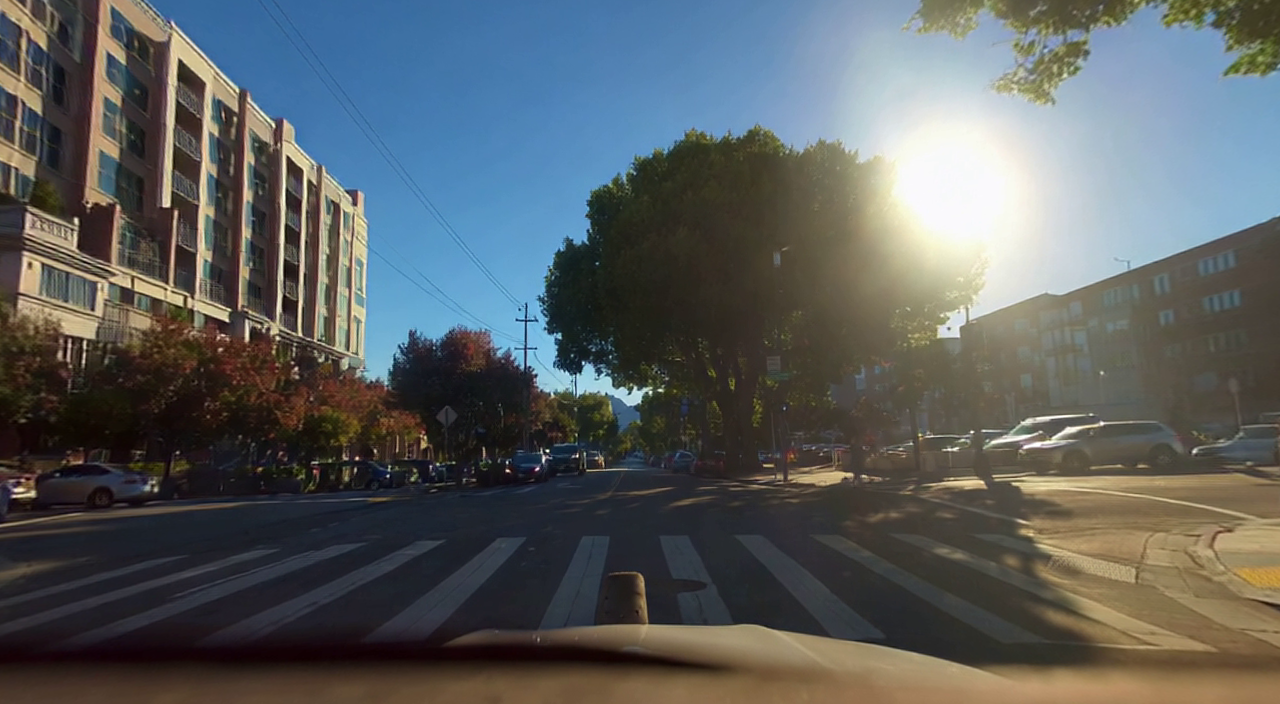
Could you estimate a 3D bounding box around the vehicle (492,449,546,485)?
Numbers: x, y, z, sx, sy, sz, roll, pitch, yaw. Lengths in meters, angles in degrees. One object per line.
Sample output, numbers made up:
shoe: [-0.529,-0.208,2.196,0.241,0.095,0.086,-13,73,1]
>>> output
vehicle: [-7.616,7.251,40.253,2.193,1.814,5.061,-9,-8,0]

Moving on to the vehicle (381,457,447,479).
vehicle: [-16.931,8.661,47.370,4.203,1.544,1.889,0,-8,1]

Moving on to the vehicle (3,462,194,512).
vehicle: [-17.315,4.318,20.373,4.439,1.448,1.793,0,-9,0]

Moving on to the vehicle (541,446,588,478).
vehicle: [-4.454,6.542,37.705,2.102,1.768,4.290,-2,-9,2]

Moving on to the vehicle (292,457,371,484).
vehicle: [-23.180,8.891,47.508,4.844,1.836,2.117,-1,-8,5]

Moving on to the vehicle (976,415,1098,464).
vehicle: [16.744,3.791,26.999,2.041,1.921,4.574,0,-9,-2]

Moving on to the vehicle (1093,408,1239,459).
vehicle: [22.305,3.533,27.146,2.137,1.962,4.988,-1,-8,3]

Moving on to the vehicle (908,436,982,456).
vehicle: [23.014,7.088,47.774,4.528,1.475,2.070,0,-8,3]

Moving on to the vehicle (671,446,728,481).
vehicle: [3.218,5.857,33.481,1.942,1.603,3.785,0,-8,23]
